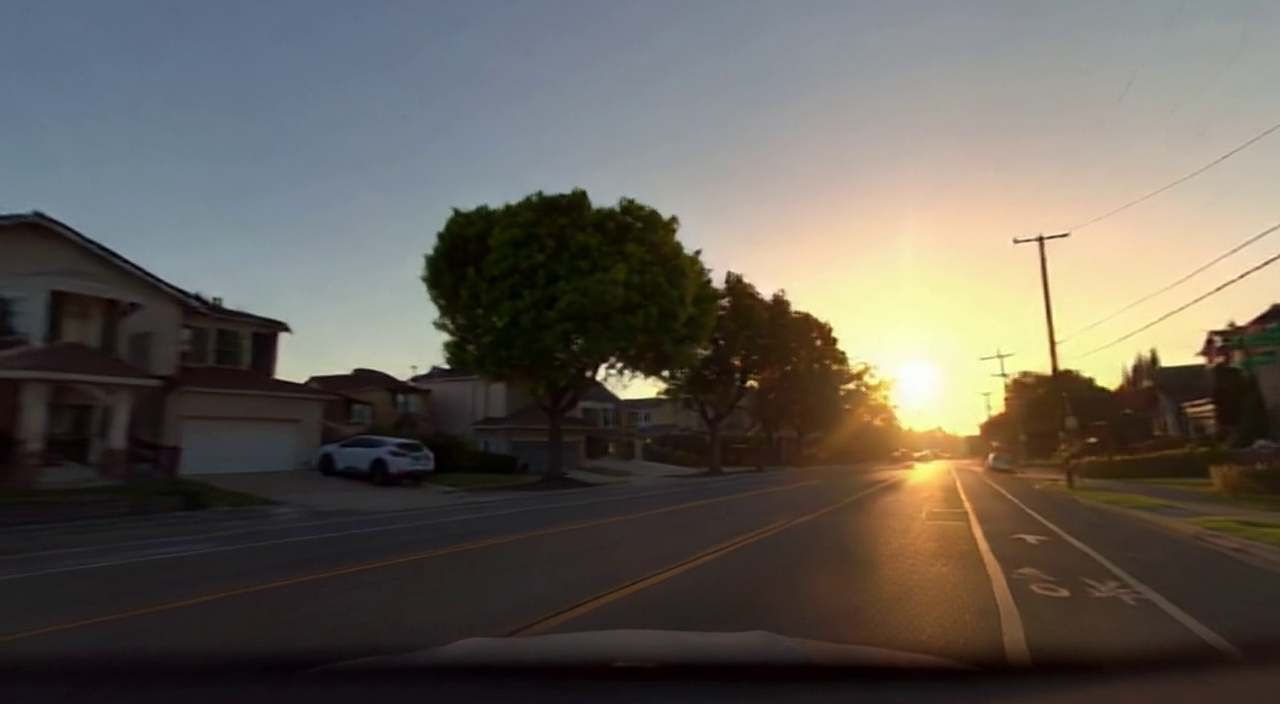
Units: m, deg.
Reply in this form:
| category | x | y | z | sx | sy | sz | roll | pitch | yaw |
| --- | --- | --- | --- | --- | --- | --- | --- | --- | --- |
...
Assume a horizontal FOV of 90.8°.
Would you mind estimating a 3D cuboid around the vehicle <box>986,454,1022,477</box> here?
| category | x | y | z | sx | sy | sz | roll | pitch | yaw |
| --- | --- | --- | --- | --- | --- | --- | --- | --- | --- |
| vehicle | 27.544 | 8.593 | 47.900 | 1.971 | 1.558 | 4.895 | -3 | -10 | 26 |
